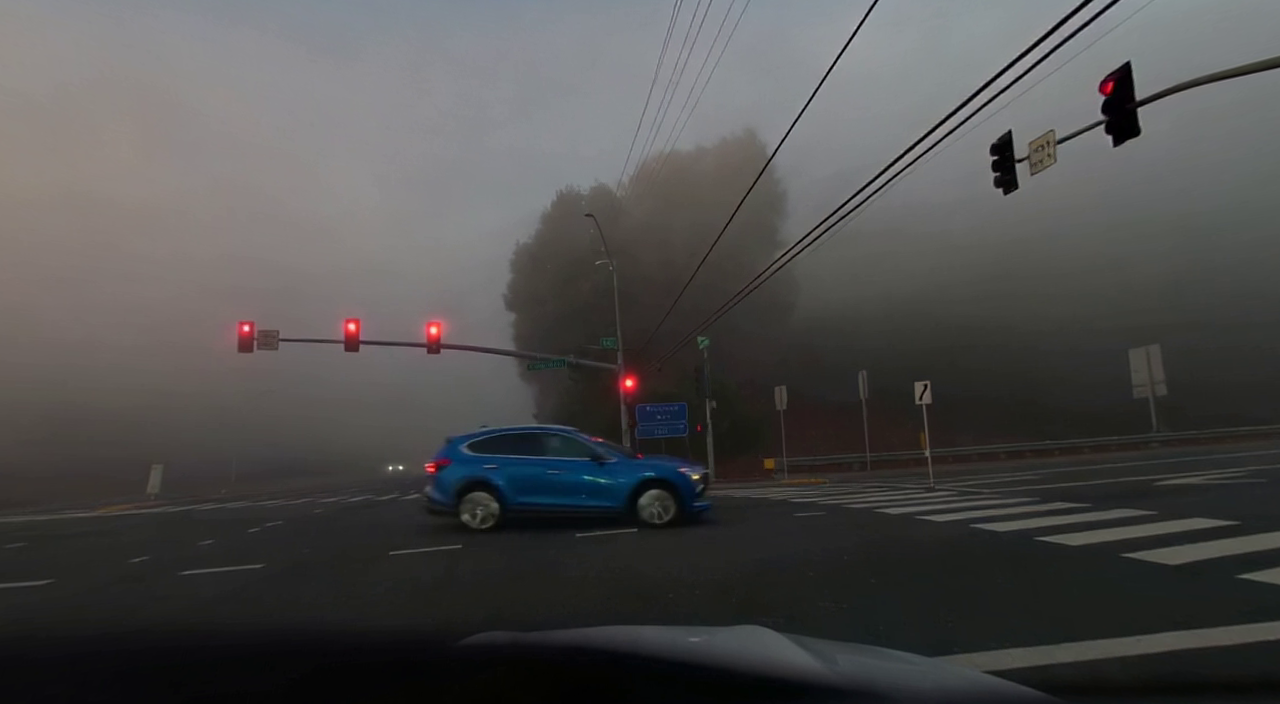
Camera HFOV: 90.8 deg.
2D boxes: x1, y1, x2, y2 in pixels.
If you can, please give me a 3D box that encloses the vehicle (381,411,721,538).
[{"bbox_3d":[-1.291,1.934,10.280,4.881,1.807,2.135,0,-8,-1],"label":"vehicle"}]
